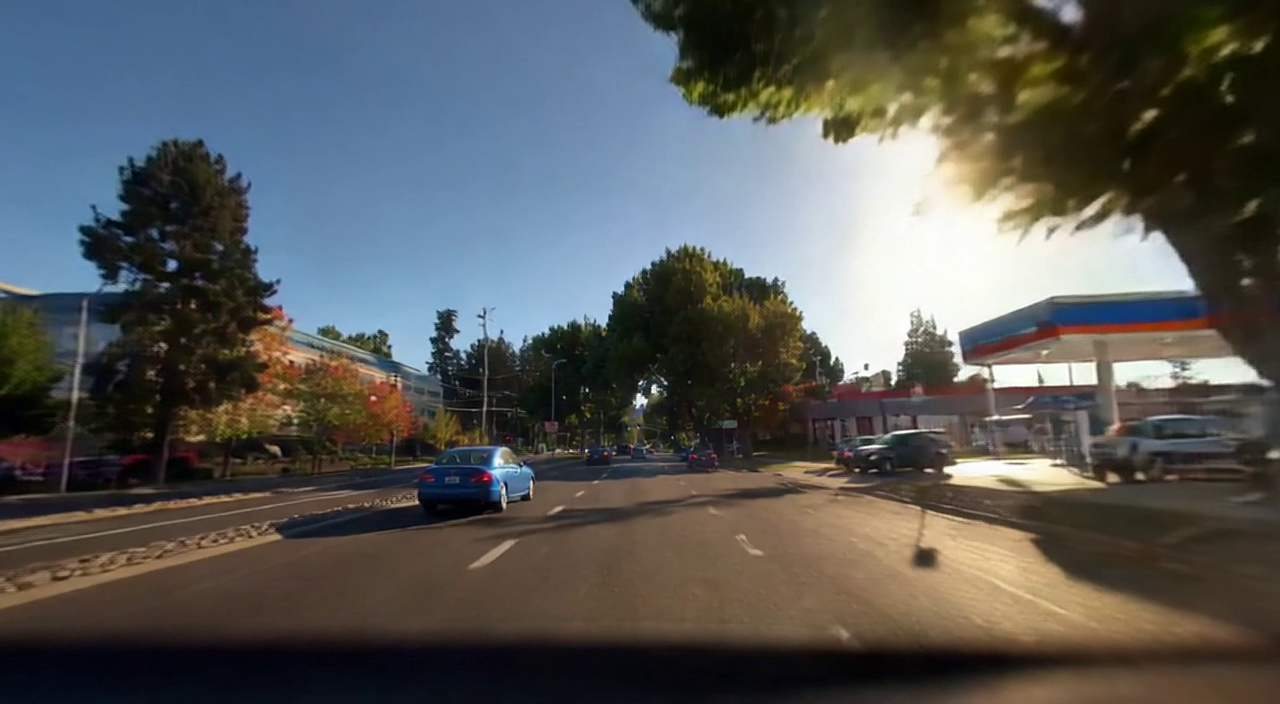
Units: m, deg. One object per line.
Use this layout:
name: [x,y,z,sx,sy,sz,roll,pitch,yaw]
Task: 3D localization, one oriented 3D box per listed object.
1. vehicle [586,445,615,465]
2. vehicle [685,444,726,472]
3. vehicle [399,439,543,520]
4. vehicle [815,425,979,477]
vehicle: [-2.898,7.721,47.395,1.841,1.474,4.038,0,-8,1]
vehicle: [3.623,5.935,35.544,1.883,1.465,3.975,0,-8,0]
vehicle: [-3.437,2.662,13.778,1.803,1.463,4.422,0,-8,2]
vehicle: [10.815,4.234,26.972,5.931,1.872,2.264,-3,-8,3]
